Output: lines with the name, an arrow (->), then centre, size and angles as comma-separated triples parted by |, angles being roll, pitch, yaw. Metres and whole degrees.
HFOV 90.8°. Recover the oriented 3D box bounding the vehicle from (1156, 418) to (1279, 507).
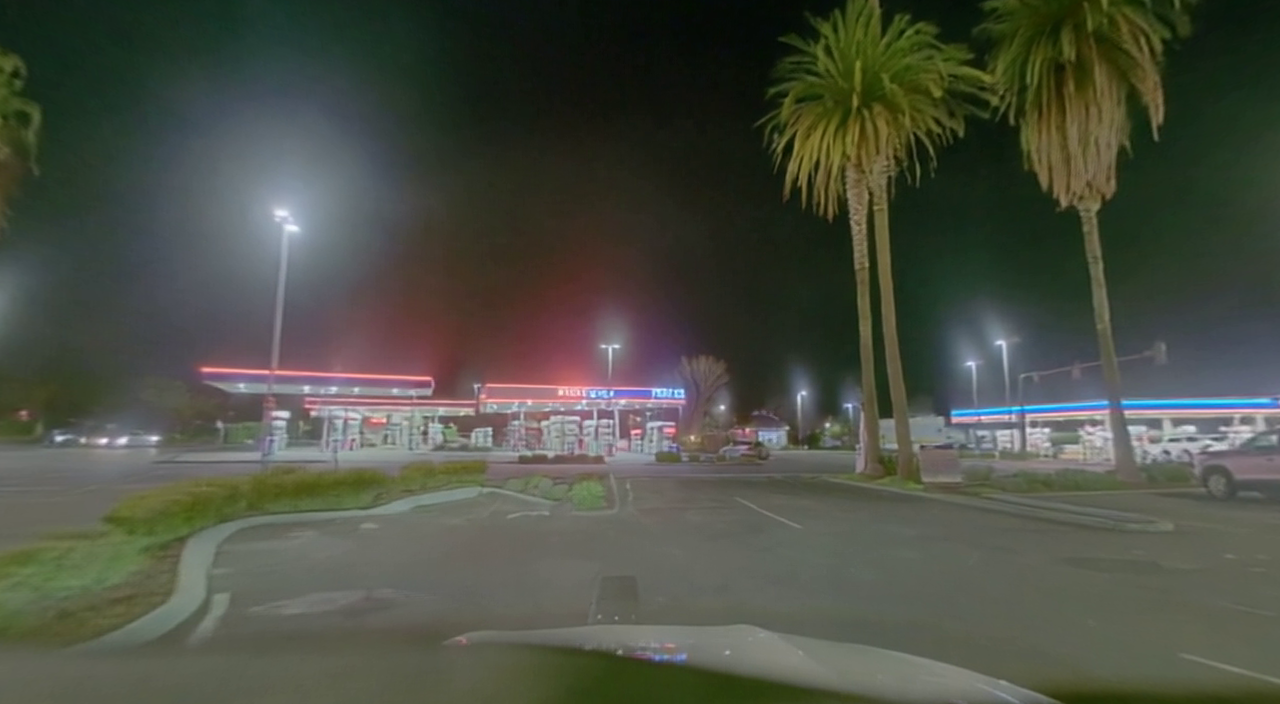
vehicle -> 14.339, 2.369, 13.574 | 2.028, 1.850, 4.731 | 2, -8, -10
